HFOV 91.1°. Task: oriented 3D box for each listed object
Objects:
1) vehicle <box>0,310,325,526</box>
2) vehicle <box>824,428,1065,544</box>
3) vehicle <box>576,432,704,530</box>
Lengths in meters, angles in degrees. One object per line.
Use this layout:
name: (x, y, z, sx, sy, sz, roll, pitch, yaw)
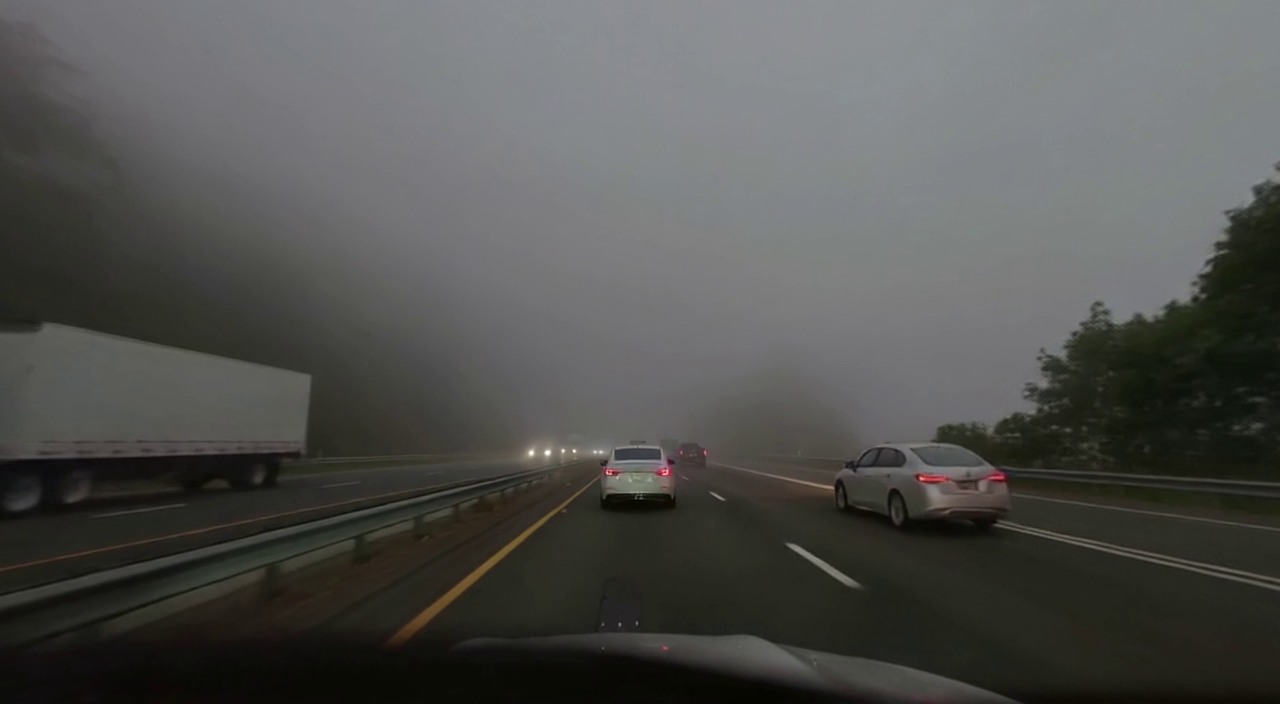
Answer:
vehicle: (-13.764, 2.068, 17.208, 2.868, 4.125, 14.298, 0, -9, 0)
vehicle: (4.672, 2.098, 10.466, 1.931, 1.516, 3.995, 0, -9, -1)
vehicle: (-0.042, 2.403, 12.246, 2.088, 1.580, 3.657, 0, -9, -1)
